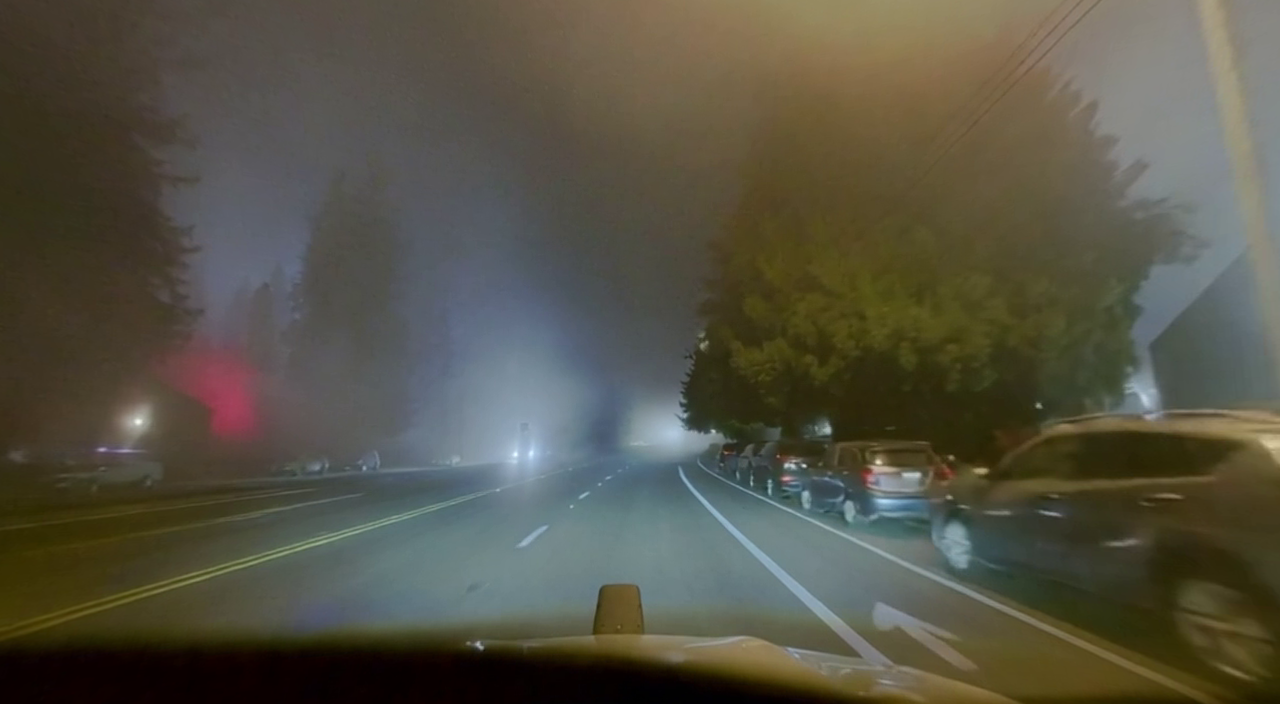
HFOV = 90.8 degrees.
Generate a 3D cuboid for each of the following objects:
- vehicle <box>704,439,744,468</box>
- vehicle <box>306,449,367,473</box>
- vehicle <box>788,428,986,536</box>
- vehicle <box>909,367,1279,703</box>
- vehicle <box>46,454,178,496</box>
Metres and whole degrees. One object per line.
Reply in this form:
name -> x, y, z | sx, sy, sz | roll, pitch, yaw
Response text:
vehicle -> 5.024, 6.149, 38.316 | 1.991, 1.635, 4.323 | -1, -9, 3
vehicle -> -22.835, 8.185, 47.742 | 1.856, 1.658, 4.884 | -1, -9, 5
vehicle -> 4.164, 2.255, 11.549 | 1.823, 1.576, 4.323 | 0, -9, -1
vehicle -> 4.186, 1.234, 5.072 | 1.978, 1.744, 4.332 | 0, -9, -2
vehicle -> -23.717, 5.520, 28.684 | 1.950, 1.466, 4.728 | -2, -7, 0
